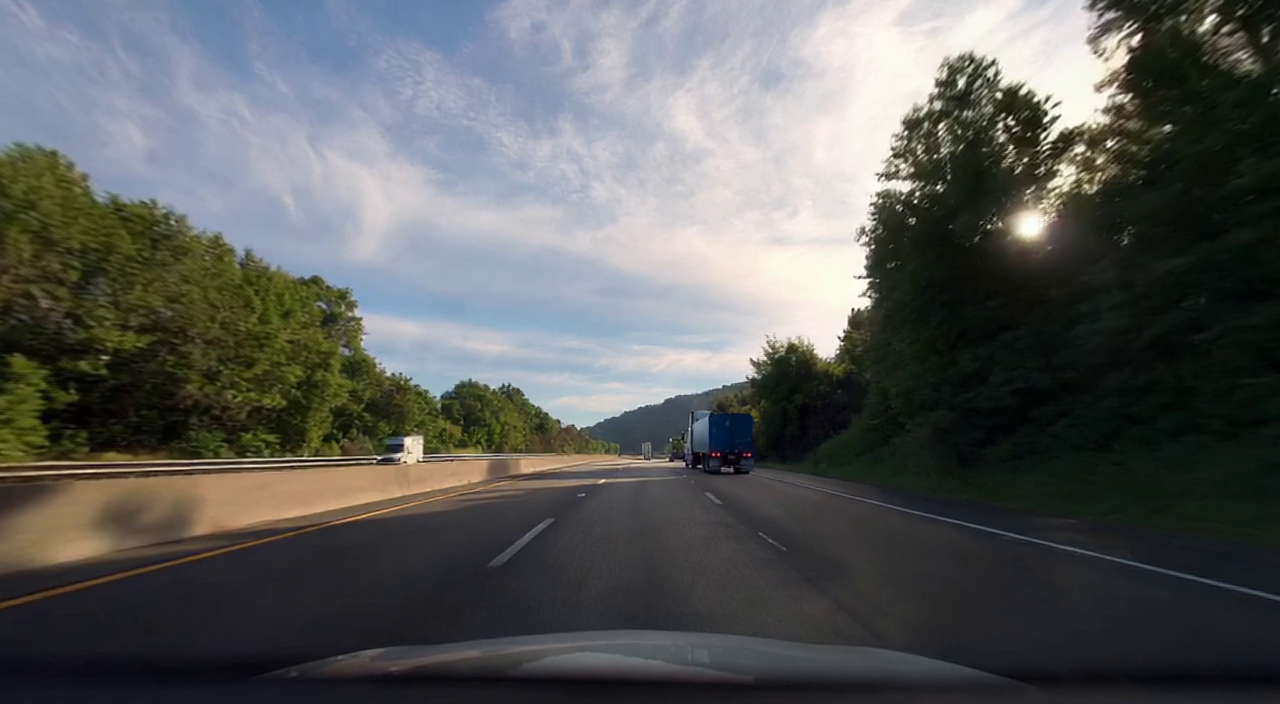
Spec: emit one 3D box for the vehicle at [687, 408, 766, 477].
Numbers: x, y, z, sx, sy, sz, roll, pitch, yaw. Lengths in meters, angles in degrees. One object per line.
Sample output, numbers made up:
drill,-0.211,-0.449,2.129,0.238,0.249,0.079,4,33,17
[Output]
vehicle,4.834,5.606,38.549,2.868,3.427,14.032,0,-9,0
